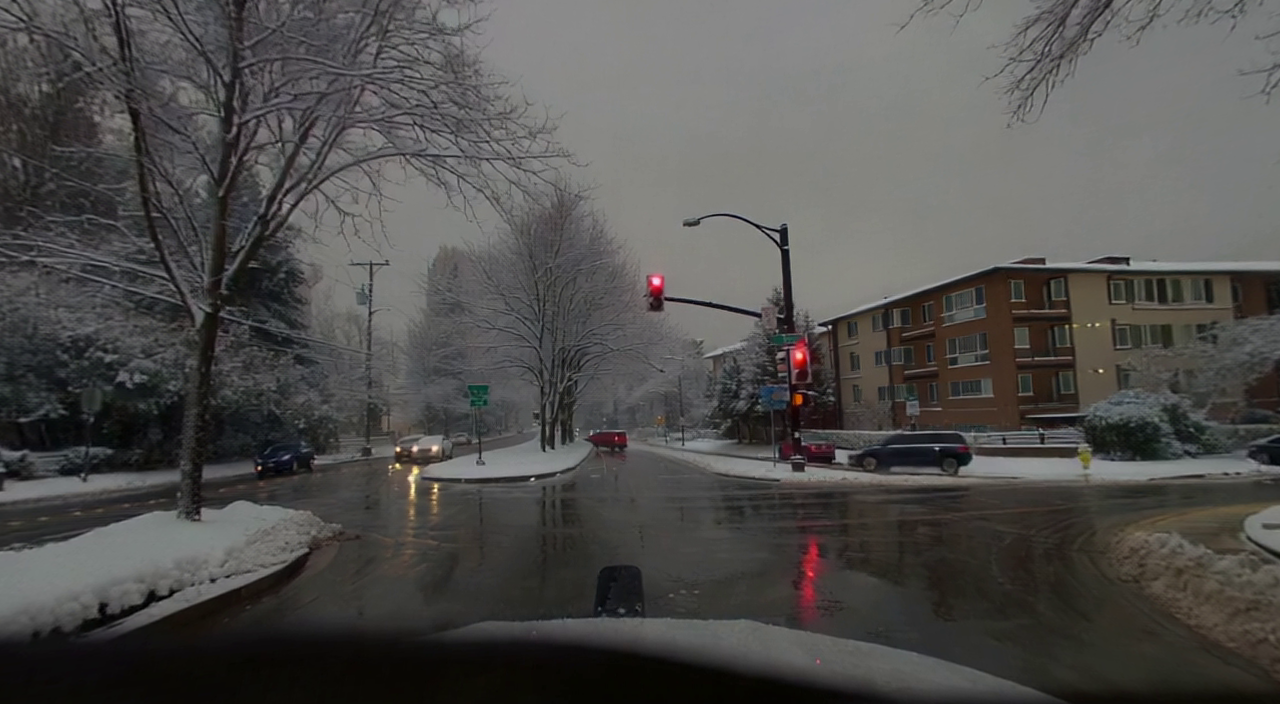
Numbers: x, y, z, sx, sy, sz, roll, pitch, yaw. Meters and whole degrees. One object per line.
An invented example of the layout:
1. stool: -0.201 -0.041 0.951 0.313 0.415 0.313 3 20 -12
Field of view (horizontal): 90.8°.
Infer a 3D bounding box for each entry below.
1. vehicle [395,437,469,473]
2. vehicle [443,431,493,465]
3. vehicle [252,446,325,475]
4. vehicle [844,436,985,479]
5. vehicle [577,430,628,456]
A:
1. vehicle: -9.678 4.831 29.752 2.116 1.521 4.294 0 -9 -2
2. vehicle: -9.764 5.500 36.157 1.910 1.818 4.057 0 -9 -3
3. vehicle: -21.060 6.506 38.092 1.981 1.628 4.336 0 -9 -1
4. vehicle: 11.069 4.253 25.672 4.790 1.571 2.073 -7 -11 39
5. vehicle: -2.597 6.212 42.864 1.993 1.664 4.424 4 -10 -23
